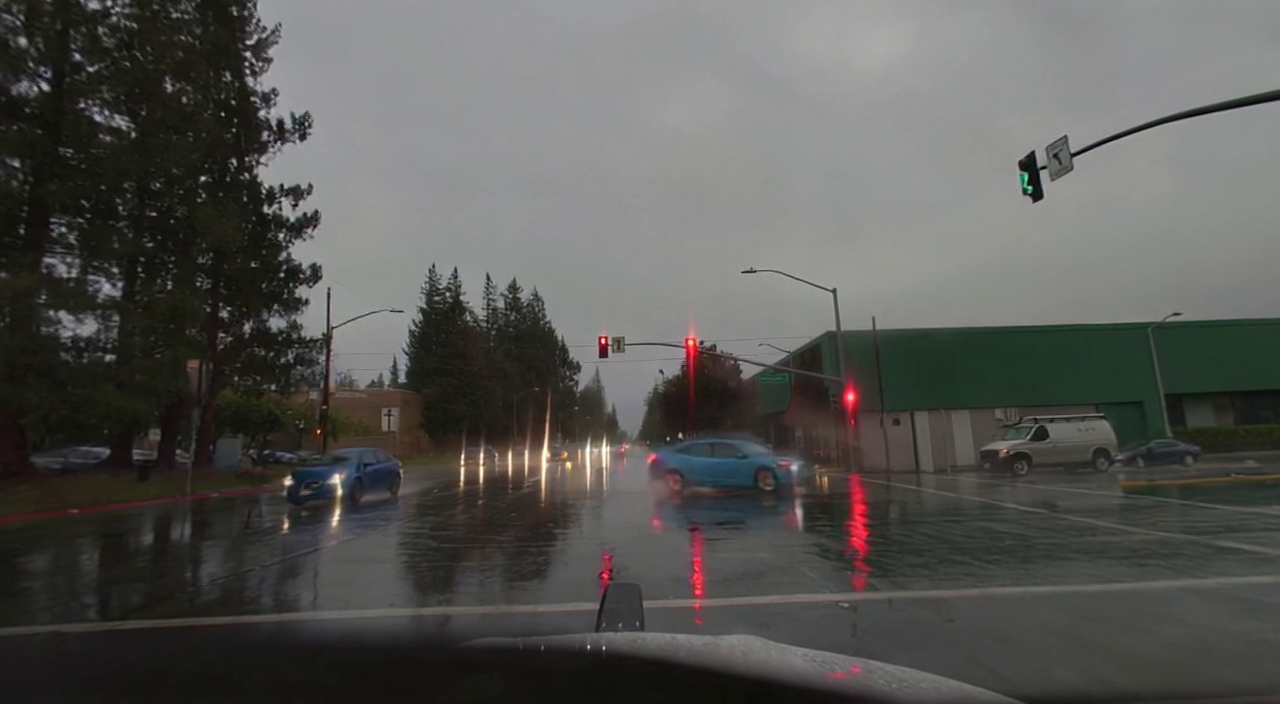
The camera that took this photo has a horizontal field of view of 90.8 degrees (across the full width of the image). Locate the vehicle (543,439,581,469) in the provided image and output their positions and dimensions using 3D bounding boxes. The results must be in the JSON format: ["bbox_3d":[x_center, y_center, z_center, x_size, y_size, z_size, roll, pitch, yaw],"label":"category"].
[{"bbox_3d":[-4.690,6.160,38.406,1.975,1.642,4.846,0,-8,-3],"label":"vehicle"}]

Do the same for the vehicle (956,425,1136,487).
[{"bbox_3d":[14.838,3.772,23.118,5.910,2.046,2.228,3,-9,-19],"label":"vehicle"}]

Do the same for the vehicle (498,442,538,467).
[{"bbox_3d":[-8.672,7.351,45.451,2.087,1.718,4.700,0,-9,-2],"label":"vehicle"}]

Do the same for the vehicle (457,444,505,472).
[{"bbox_3d":[-8.886,5.957,35.610,1.779,1.460,4.463,0,-9,-4],"label":"vehicle"}]

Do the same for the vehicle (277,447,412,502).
[{"bbox_3d":[-8.812,3.652,19.335,2.024,1.460,4.381,0,-9,0],"label":"vehicle"}]

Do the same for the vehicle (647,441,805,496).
[{"bbox_3d":[2.427,3.350,18.538,4.228,1.416,1.846,-7,-11,40],"label":"vehicle"}]
